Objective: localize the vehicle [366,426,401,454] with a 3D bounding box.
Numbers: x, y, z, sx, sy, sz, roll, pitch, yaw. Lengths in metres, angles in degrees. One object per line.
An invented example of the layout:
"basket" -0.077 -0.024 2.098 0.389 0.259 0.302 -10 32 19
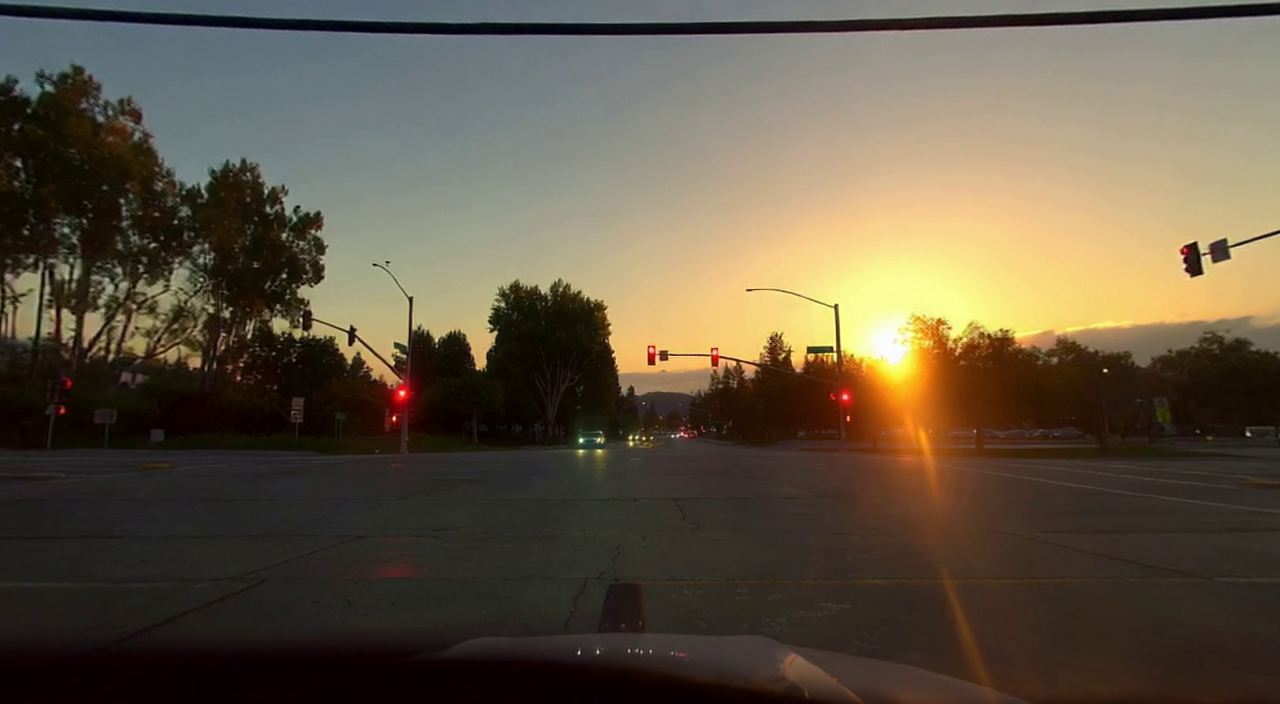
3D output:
"vehicle" -20.004 6.851 48.878 1.873 2.079 2.879 5 -10 -33
